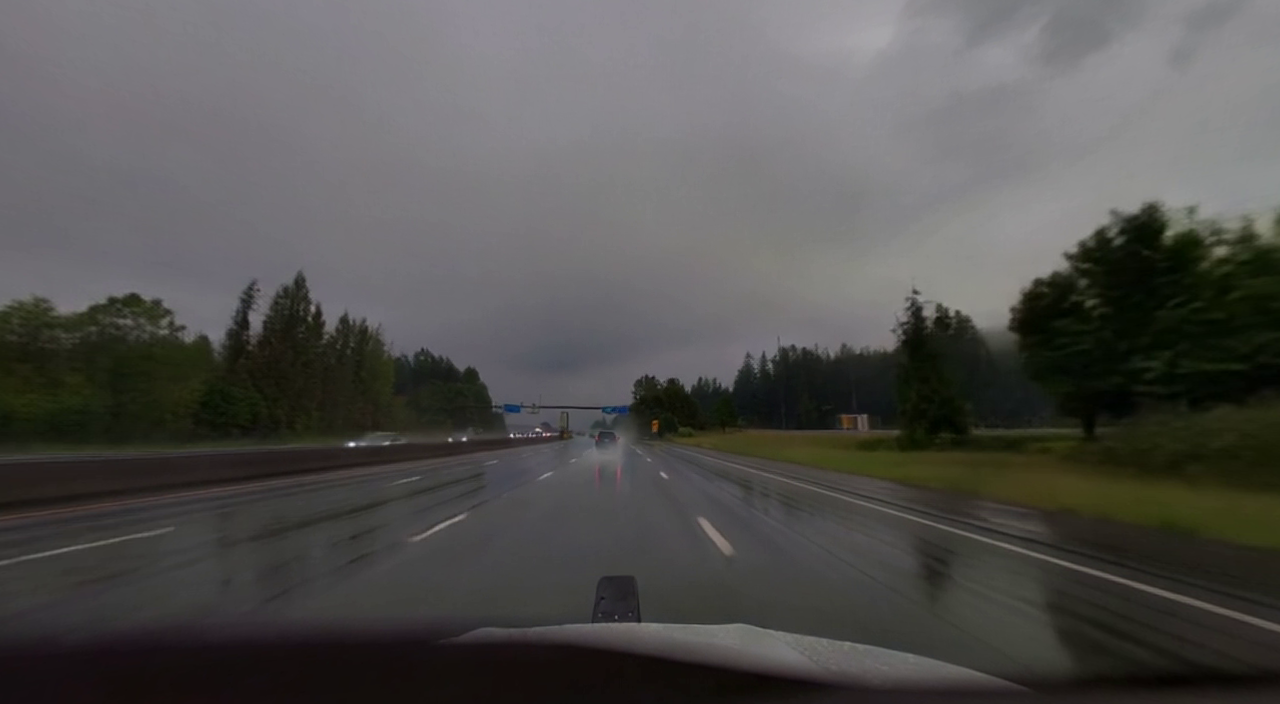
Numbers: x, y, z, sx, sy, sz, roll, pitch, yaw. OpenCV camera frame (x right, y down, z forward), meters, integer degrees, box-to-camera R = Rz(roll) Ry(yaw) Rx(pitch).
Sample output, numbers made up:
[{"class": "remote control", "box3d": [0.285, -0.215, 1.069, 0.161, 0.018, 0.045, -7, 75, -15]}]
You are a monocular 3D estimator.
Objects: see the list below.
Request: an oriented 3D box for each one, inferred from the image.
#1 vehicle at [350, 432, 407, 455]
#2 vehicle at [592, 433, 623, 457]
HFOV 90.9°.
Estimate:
[{"class": "vehicle", "box3d": [-16.754, 5.880, 40.637, 1.882, 1.417, 4.331, 1, -8, -1]}, {"class": "vehicle", "box3d": [-2.181, 6.248, 42.520, 2.000, 1.491, 3.913, 0, -8, -3]}]
